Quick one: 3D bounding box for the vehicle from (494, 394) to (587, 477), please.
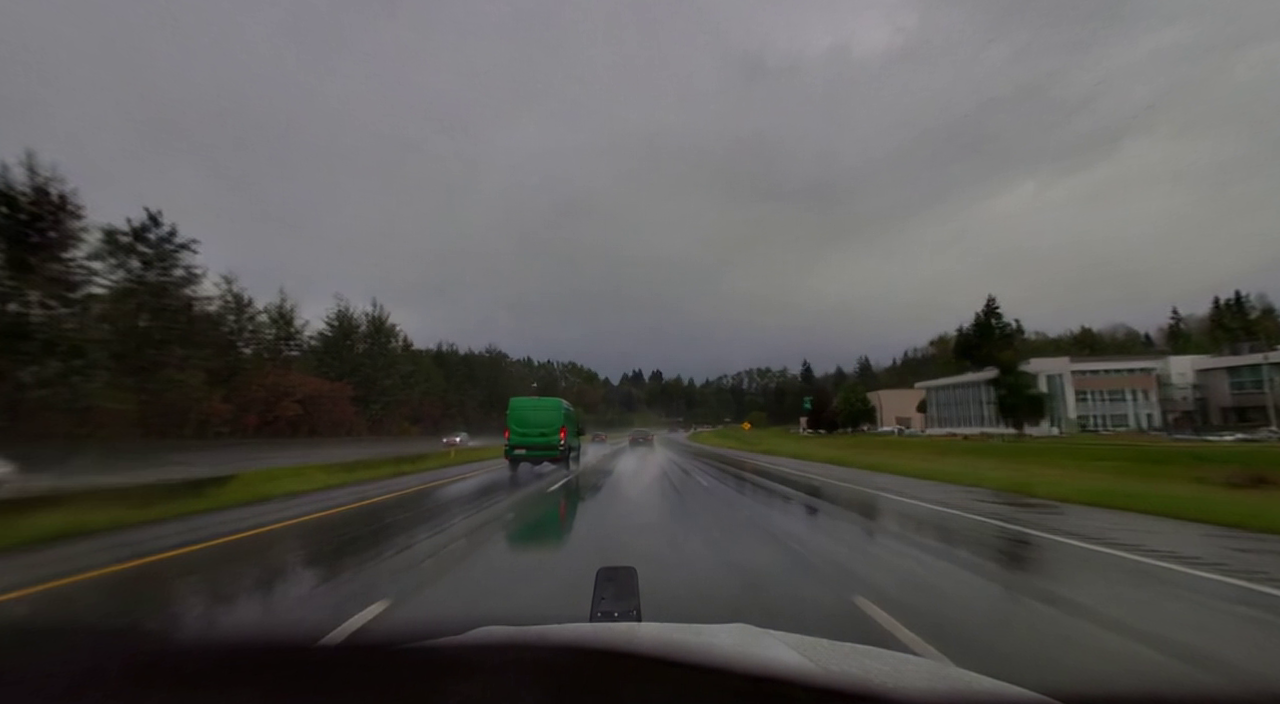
[{"bbox_3d":[-3.349,2.999,22.653,2.424,2.577,5.828,0,-8,0],"label":"vehicle"}]

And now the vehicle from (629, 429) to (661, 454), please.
[{"bbox_3d":[0.311,6.268,44.154,2.104,1.646,4.176,0,-8,0],"label":"vehicle"}]
